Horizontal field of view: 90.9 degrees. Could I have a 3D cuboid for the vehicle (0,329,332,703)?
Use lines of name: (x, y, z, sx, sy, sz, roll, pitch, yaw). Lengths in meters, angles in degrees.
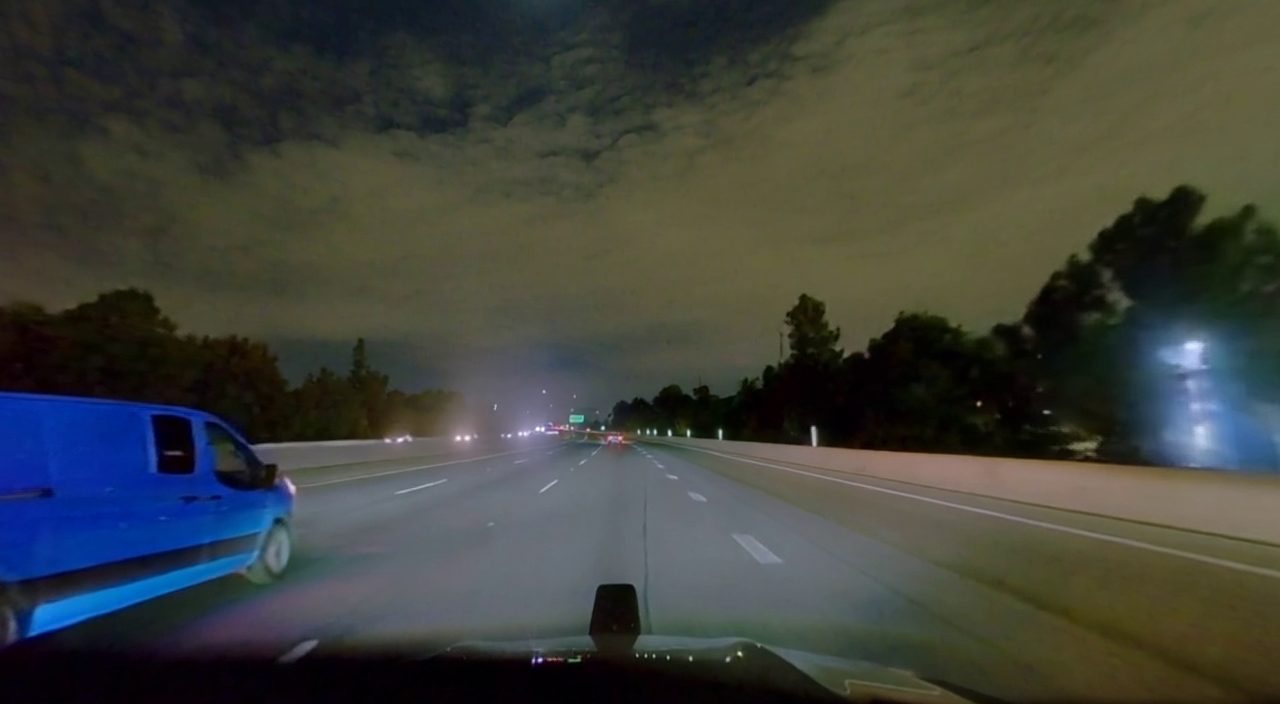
vehicle: (-4.231, 0.944, 4.036, 2.219, 1.827, 4.738, 0, -8, -2)
